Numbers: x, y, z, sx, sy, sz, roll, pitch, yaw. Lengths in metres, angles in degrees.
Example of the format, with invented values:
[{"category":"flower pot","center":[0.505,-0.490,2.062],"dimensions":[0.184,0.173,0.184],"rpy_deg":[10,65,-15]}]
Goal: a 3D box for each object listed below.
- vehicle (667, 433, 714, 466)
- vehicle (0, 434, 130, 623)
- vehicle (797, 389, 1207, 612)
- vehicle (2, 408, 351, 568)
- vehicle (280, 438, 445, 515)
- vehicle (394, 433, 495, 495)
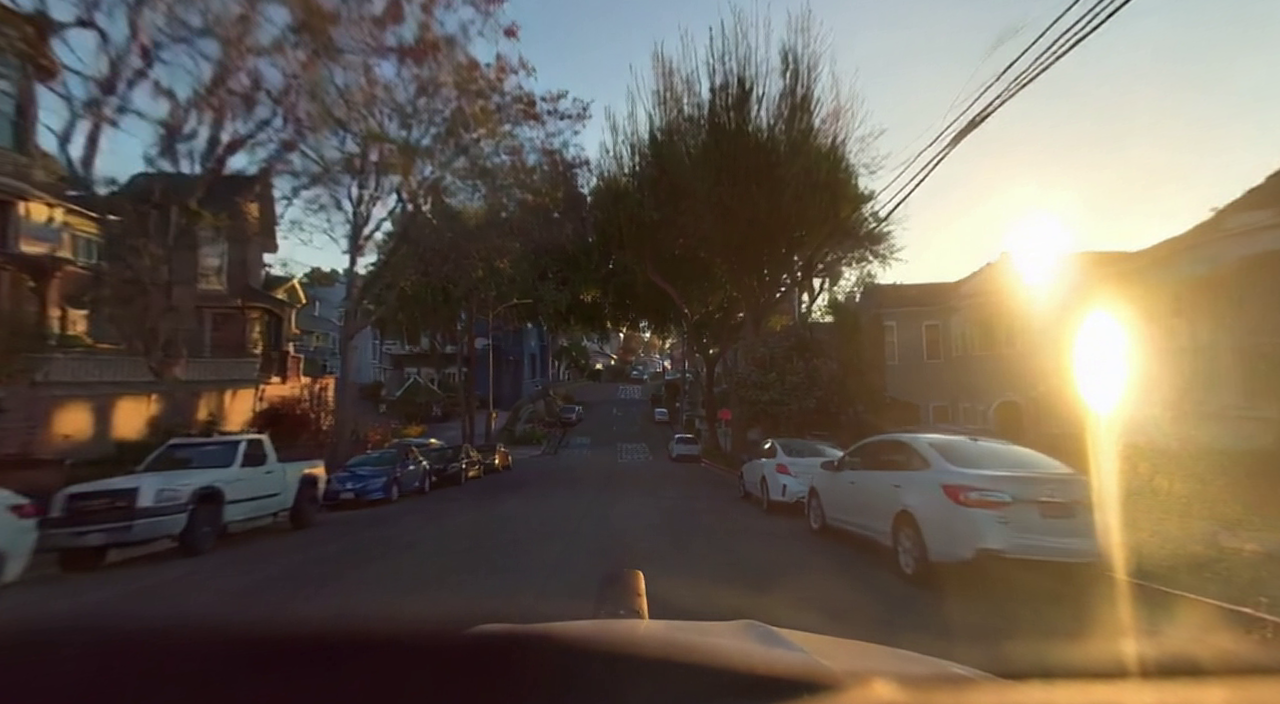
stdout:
[{"category":"vehicle","center":[2.633,5.213,33.860],"dimensions":[1.966,1.620,4.187],"rpy_deg":[0,-8,-3]},{"category":"vehicle","center":[-6.050,1.291,4.224],"dimensions":[2.003,1.489,4.051],"rpy_deg":[0,-8,-3]},{"category":"vehicle","center":[3.419,1.494,7.293],"dimensions":[1.952,1.738,4.518],"rpy_deg":[0,-8,-1]},{"category":"vehicle","center":[-6.208,1.872,9.356],"dimensions":[1.830,1.750,4.502],"rpy_deg":[1,-9,-2]},{"category":"vehicle","center":[-6.292,2.826,15.005],"dimensions":[1.909,1.490,4.439],"rpy_deg":[-1,-8,0]},{"category":"vehicle","center":[-6.144,3.519,20.509],"dimensions":[1.922,1.569,4.677],"rpy_deg":[-1,-5,-1]}]
